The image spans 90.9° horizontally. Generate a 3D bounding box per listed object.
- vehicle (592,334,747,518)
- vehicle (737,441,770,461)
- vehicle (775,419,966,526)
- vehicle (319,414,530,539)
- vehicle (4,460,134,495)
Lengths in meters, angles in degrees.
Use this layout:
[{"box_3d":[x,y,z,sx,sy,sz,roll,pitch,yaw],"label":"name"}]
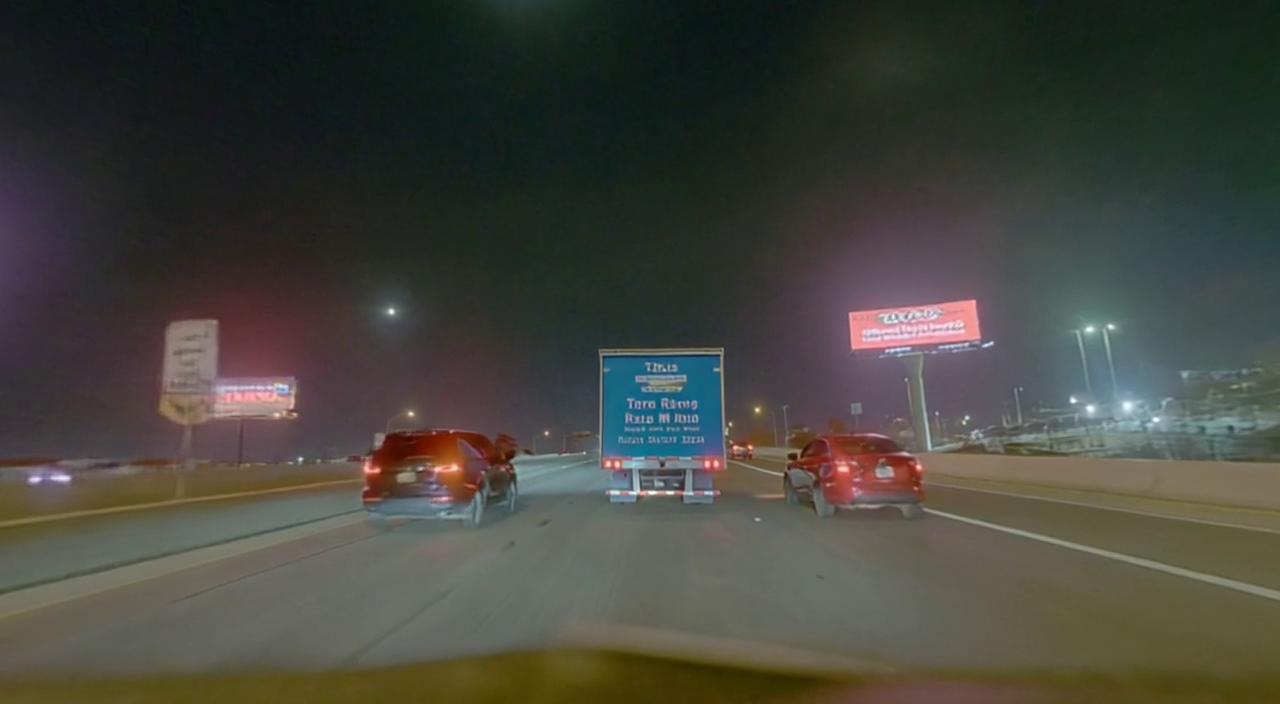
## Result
[{"box_3d":[0.652,1.924,15.628,2.733,3.296,8.571,-1,-8,2],"label":"vehicle"},{"box_3d":[8.709,7.625,48.642,1.931,1.495,3.889,-1,-8,2],"label":"vehicle"},{"box_3d":[4.146,2.246,12.291,2.066,1.692,4.339,0,-8,0],"label":"vehicle"},{"box_3d":[-3.451,2.092,11.230,2.030,1.757,4.509,-1,-8,2],"label":"vehicle"},{"box_3d":[-29.231,6.407,32.504,1.861,1.551,4.728,-2,-8,9],"label":"vehicle"}]
